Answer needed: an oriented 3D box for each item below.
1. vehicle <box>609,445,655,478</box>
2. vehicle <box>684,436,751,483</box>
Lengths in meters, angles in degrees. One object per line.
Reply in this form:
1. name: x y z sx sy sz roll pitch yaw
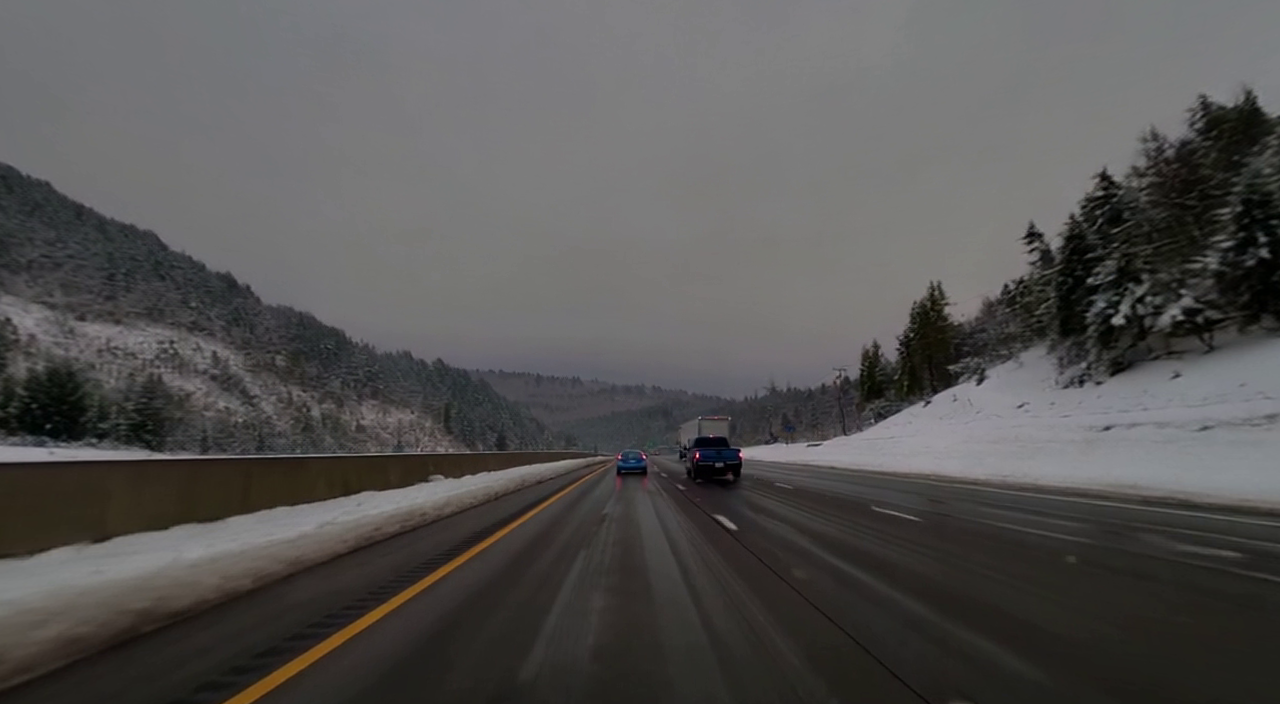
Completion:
1. vehicle: -0.402 5.302 30.837 2.083 1.477 3.965 0 -9 -1
2. vehicle: 3.161 4.491 26.719 2.098 1.794 4.561 0 -9 -2
